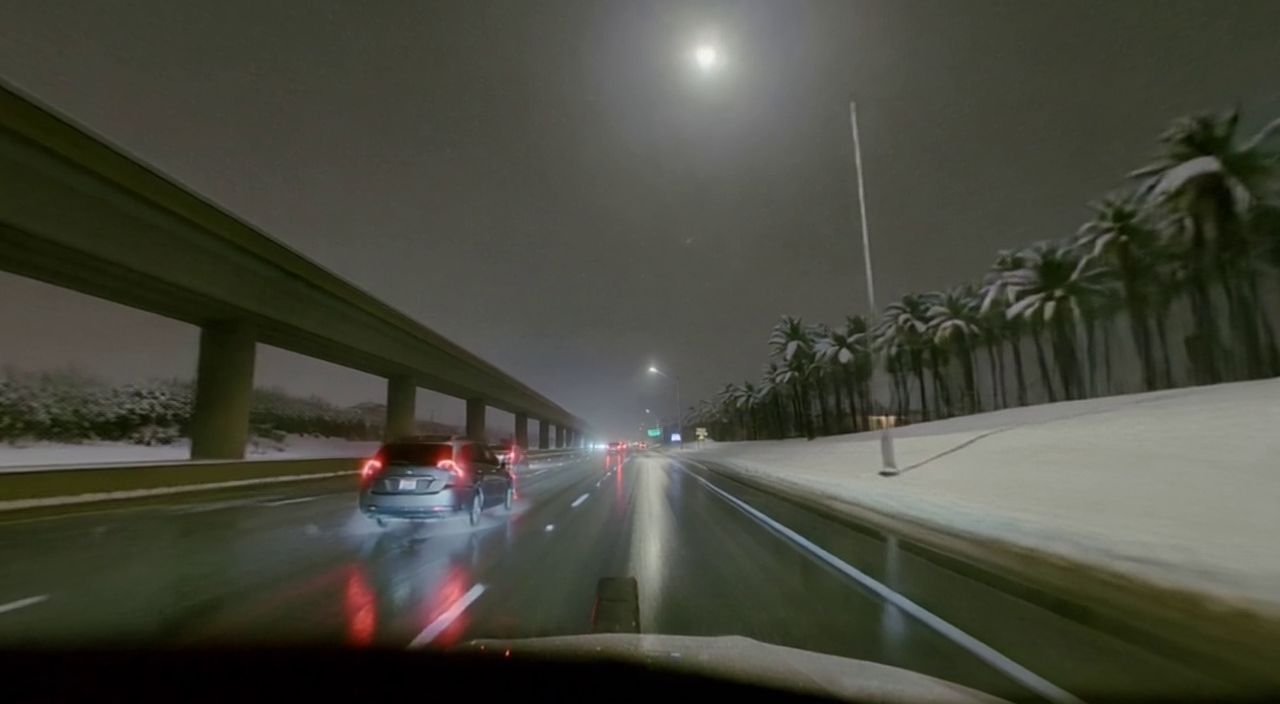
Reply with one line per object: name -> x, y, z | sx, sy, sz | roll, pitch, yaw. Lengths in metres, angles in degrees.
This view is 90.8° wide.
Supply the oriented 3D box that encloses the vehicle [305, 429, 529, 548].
vehicle -> -3.255, 2.093, 10.446 | 1.978, 1.499, 4.695 | 0, -9, 0
